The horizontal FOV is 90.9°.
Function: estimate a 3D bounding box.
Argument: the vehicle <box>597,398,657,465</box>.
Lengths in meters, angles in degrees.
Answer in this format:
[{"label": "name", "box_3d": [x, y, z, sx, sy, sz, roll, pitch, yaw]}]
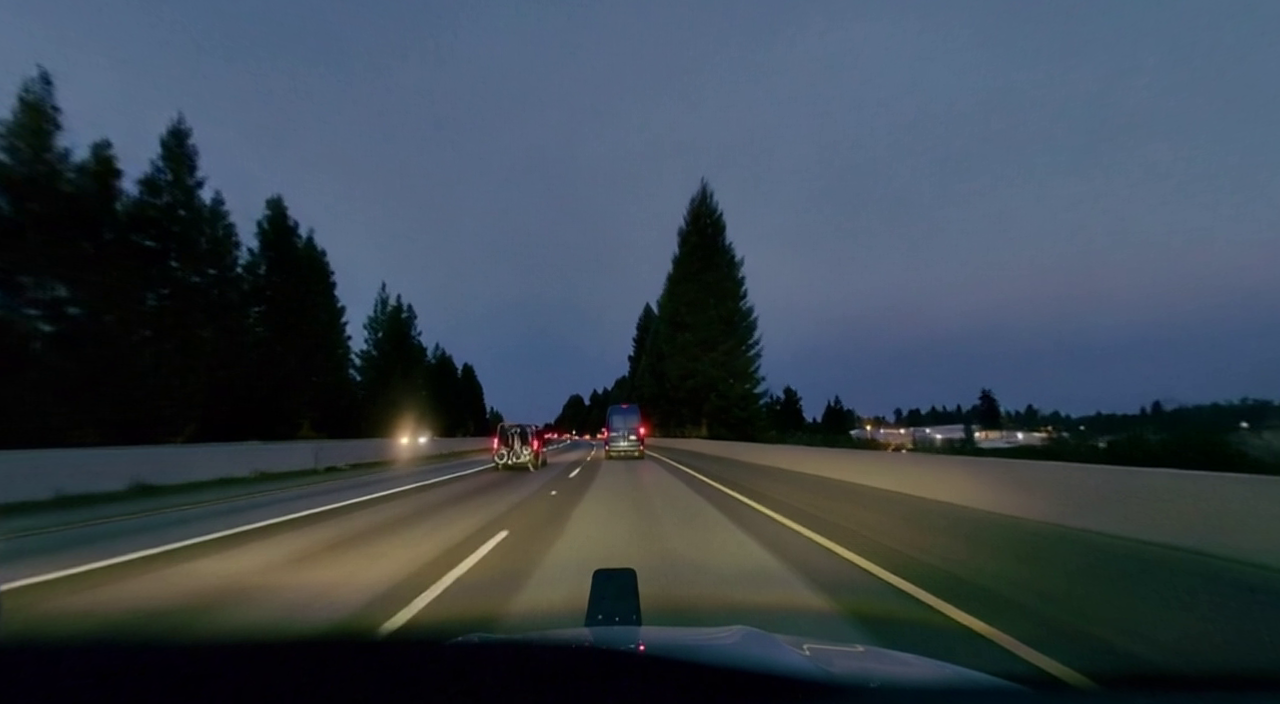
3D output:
[{"label": "vehicle", "box_3d": [-0.726, 3.922, 30.938, 2.647, 2.896, 6.480, 0, -8, -3]}]

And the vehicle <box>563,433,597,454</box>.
[{"label": "vehicle", "box_3d": [-4.377, 6.768, 46.859, 2.251, 1.459, 4.236, 0, -8, -2]}]

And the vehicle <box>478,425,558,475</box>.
[{"label": "vehicle", "box_3d": [-4.393, 3.597, 23.421, 2.110, 1.636, 4.453, 0, -8, -1]}]
